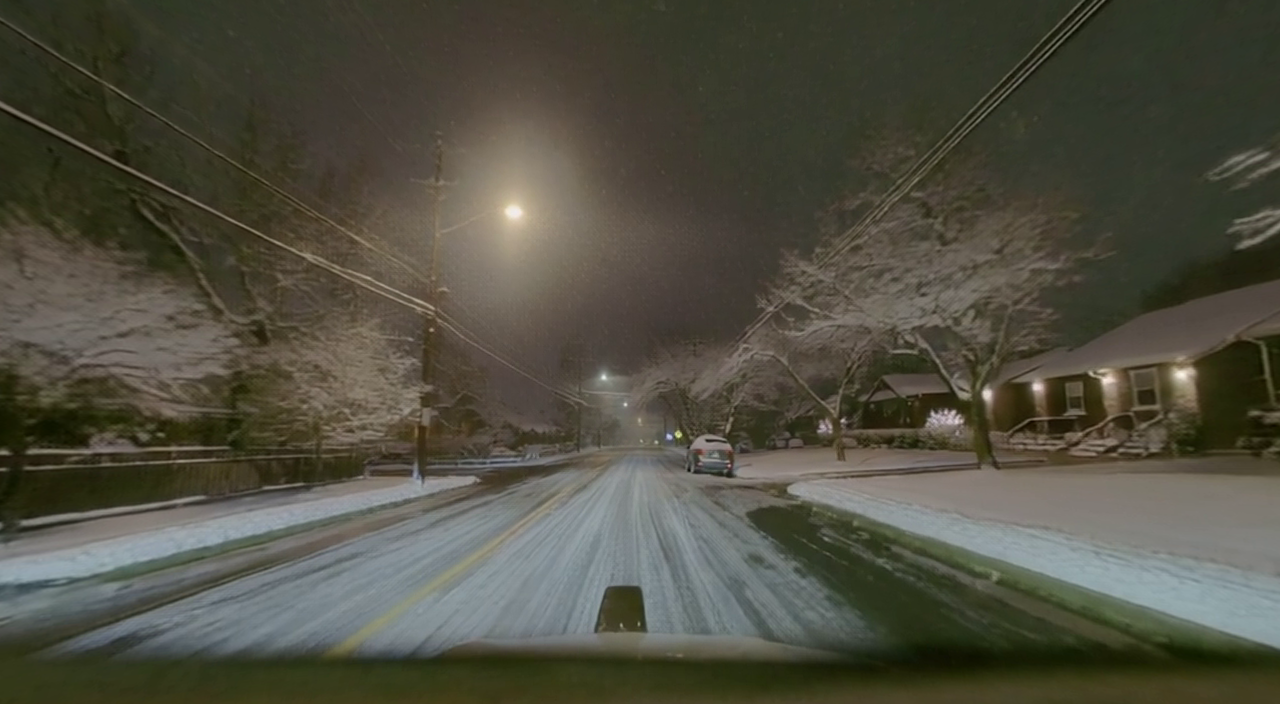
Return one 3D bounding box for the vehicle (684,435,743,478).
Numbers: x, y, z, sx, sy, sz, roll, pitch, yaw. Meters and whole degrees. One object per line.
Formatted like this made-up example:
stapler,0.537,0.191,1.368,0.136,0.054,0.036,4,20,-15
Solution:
vehicle,3.135,4.568,27.916,2.086,1.726,4.384,0,-8,0
